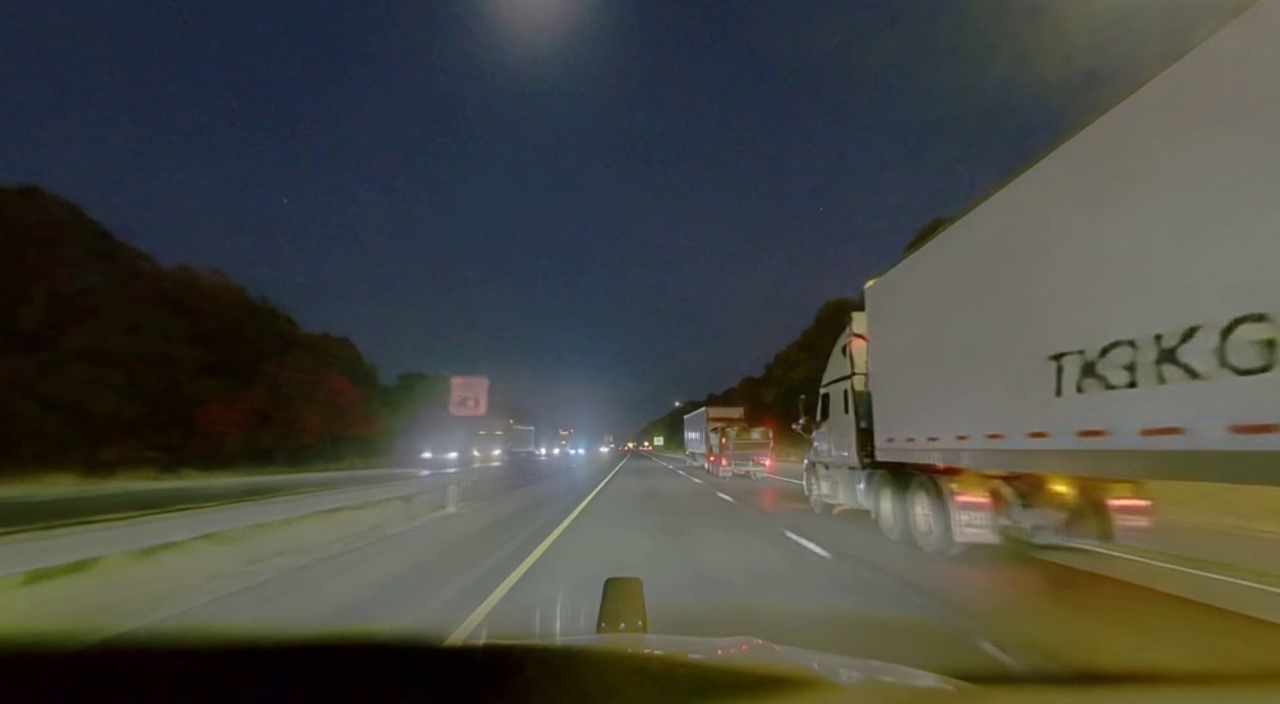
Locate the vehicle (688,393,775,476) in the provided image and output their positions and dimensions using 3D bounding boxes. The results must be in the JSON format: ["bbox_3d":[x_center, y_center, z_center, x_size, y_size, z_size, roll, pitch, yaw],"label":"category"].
[{"bbox_3d":[5.023,5.134,38.094,2.983,4.030,14.444,0,-9,0],"label":"vehicle"}]

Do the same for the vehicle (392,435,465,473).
[{"bbox_3d":[-9.944,4.826,29.963,1.858,1.645,4.182,0,-9,2],"label":"vehicle"}]

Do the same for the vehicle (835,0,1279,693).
[{"bbox_3d":[4.981,-0.117,3.973,2.929,4.093,14.258,0,-9,0],"label":"vehicle"}]
